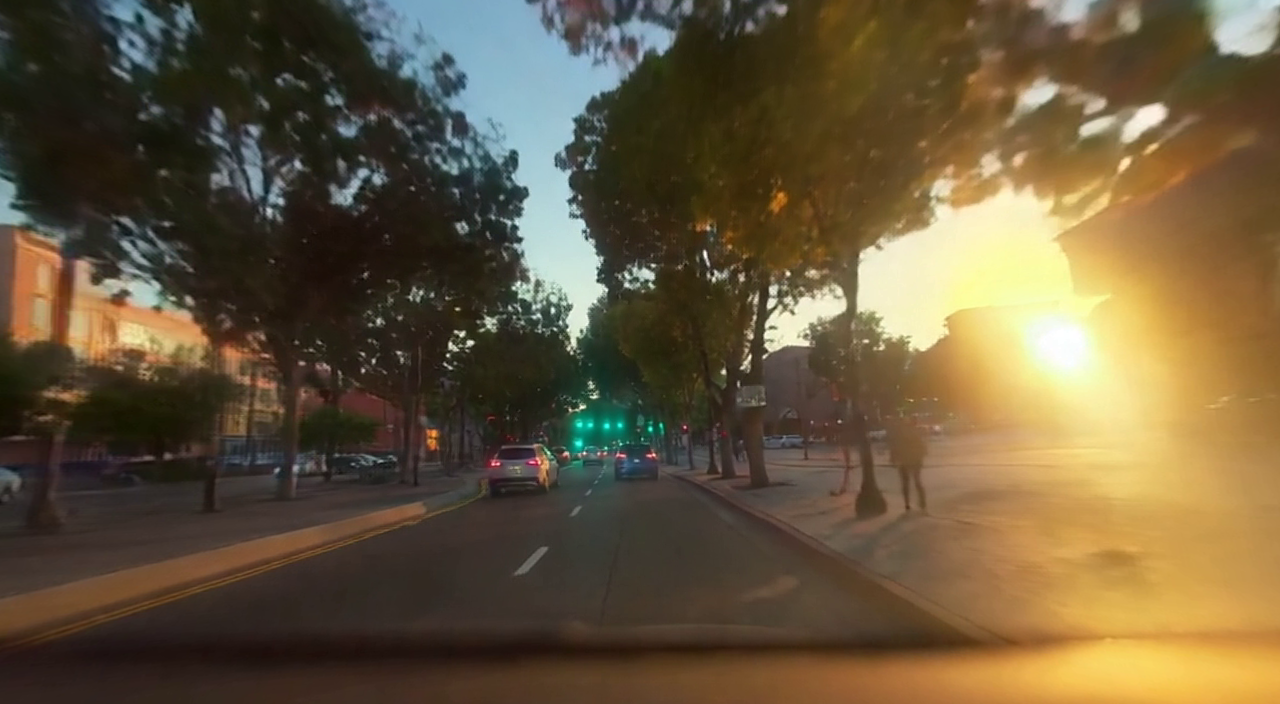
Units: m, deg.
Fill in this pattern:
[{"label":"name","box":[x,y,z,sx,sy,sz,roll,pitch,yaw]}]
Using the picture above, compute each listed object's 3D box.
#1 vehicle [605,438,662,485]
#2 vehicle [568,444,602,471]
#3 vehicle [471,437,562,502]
[{"label":"vehicle","box":[-0.292,4.420,25.787,2.120,1.758,3.917,0,-9,-1]},{"label":"vehicle","box":[-3.971,7.694,46.347,2.220,1.847,4.587,0,-9,-2]},{"label":"vehicle","box":[-3.580,3.476,19.008,1.940,1.722,3.823,0,-9,0]}]
